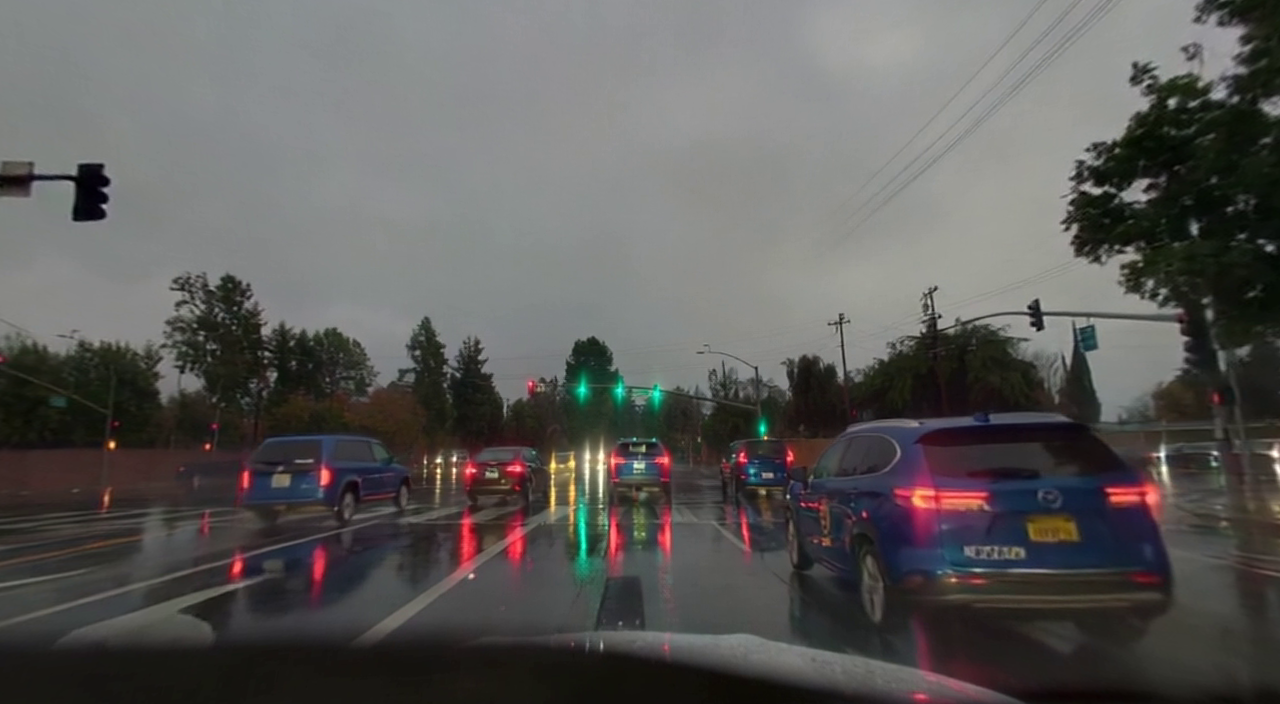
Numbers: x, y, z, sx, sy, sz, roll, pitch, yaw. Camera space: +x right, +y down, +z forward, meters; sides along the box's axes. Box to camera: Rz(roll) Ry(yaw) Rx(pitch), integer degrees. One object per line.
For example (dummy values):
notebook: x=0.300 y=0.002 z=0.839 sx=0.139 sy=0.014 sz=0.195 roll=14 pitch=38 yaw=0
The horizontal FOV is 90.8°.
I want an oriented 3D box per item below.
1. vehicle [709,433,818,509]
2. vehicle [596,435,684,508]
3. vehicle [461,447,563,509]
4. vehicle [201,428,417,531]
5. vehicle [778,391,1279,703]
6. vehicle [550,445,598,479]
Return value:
vehicle: x=3.199 y=3.175 z=17.365 sx=1.999 sy=1.789 sz=4.583 roll=0 pitch=-9 yaw=-1
vehicle: x=0.001 y=3.172 z=17.188 sx=2.111 sy=1.712 sz=4.078 roll=0 pitch=-9 yaw=0
vehicle: x=-3.355 y=3.387 z=17.496 sx=1.881 sy=1.466 sz=4.484 roll=0 pitch=-9 yaw=0
vehicle: x=-6.703 y=2.615 z=13.580 sx=2.116 sy=1.812 sz=4.609 roll=0 pitch=-9 yaw=0
vehicle: x=2.781 y=1.374 z=5.672 sx=2.034 sy=1.655 sz=4.465 roll=0 pitch=-9 yaw=0
vehicle: x=-3.389 y=5.730 z=33.225 sx=1.939 sy=1.652 sz=4.268 roll=0 pitch=-9 yaw=2
